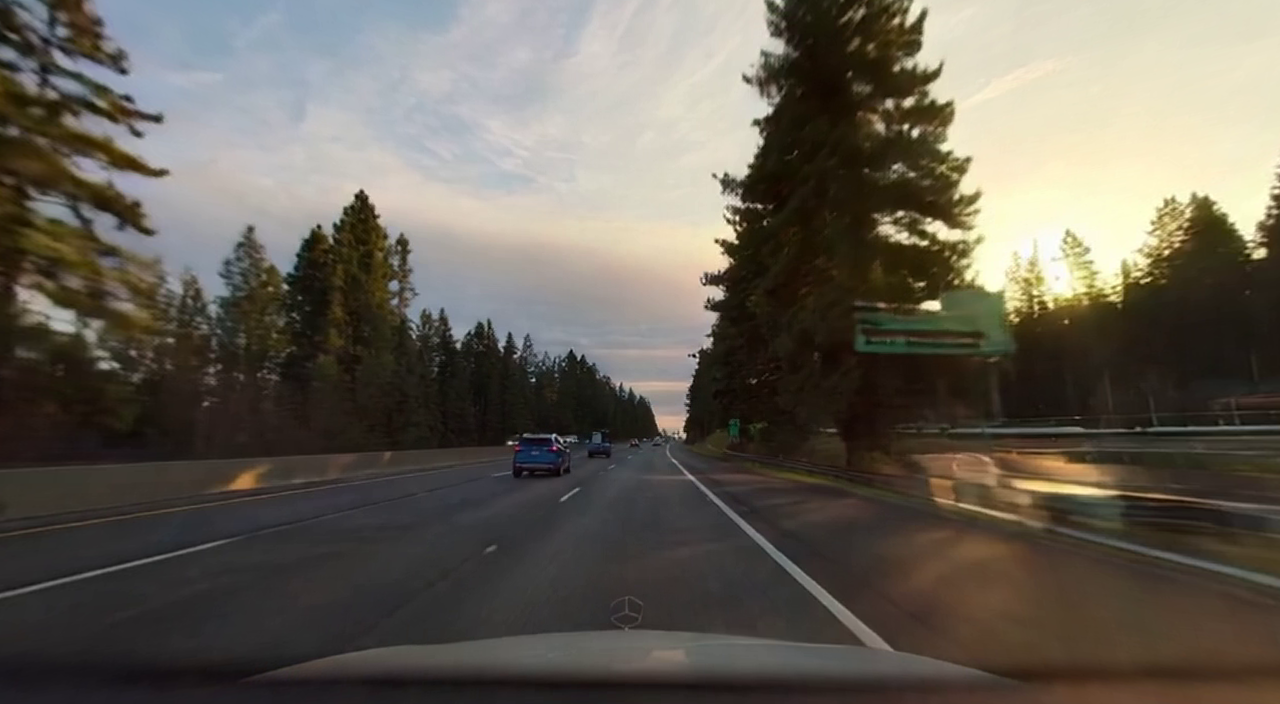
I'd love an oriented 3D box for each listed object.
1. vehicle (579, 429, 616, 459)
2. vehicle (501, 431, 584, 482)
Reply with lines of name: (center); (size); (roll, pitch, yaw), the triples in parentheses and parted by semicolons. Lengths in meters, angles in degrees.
vehicle: (-3.072, 6.850, 46.700); (2.241, 2.095, 4.985); (0, -8, 2)
vehicle: (-3.275, 3.618, 22.070); (2.053, 1.589, 4.671); (0, -8, 2)
